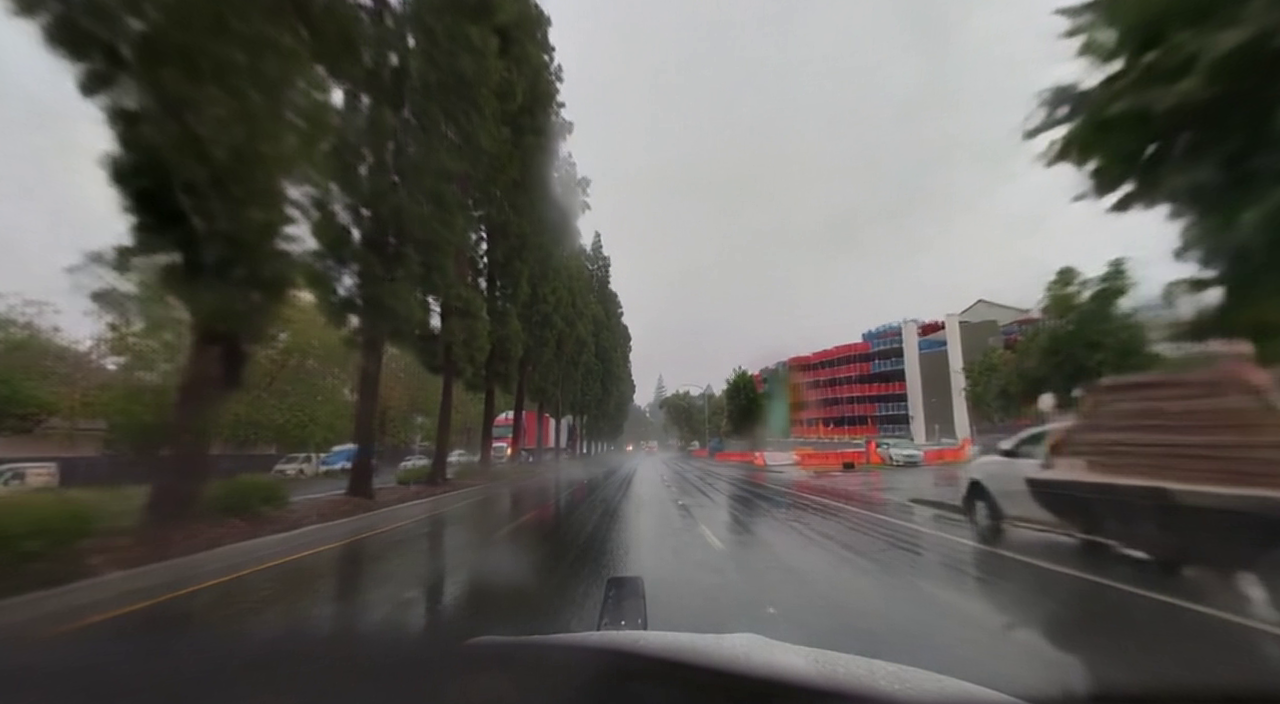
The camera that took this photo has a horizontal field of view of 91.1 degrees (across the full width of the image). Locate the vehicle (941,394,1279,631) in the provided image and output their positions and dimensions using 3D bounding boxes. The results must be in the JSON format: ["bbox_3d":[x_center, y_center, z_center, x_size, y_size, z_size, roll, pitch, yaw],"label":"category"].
[{"bbox_3d":[6.452,1.668,7.489,2.513,1.890,6.666,0,-9,1],"label":"vehicle"}]

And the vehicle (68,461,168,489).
[{"bbox_3d":[-33.730,7.918,40.705,1.848,1.484,4.574,2,-8,16],"label":"vehicle"}]

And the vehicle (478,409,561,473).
[{"bbox_3d":[-7.336,5.682,39.826,3.032,3.524,9.640,0,-9,2],"label":"vehicle"}]

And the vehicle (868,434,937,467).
[{"bbox_3d":[16.379,6.205,39.536,2.021,1.835,5.654,2,-8,1],"label":"vehicle"}]

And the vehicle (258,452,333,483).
[{"bbox_3d":[-21.548,7.213,39.537,2.168,1.800,4.603,1,-9,-1],"label":"vehicle"}]

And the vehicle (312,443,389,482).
[{"bbox_3d":[-18.221,6.917,39.836,2.154,1.987,5.836,-5,-8,-1],"label":"vehicle"}]
